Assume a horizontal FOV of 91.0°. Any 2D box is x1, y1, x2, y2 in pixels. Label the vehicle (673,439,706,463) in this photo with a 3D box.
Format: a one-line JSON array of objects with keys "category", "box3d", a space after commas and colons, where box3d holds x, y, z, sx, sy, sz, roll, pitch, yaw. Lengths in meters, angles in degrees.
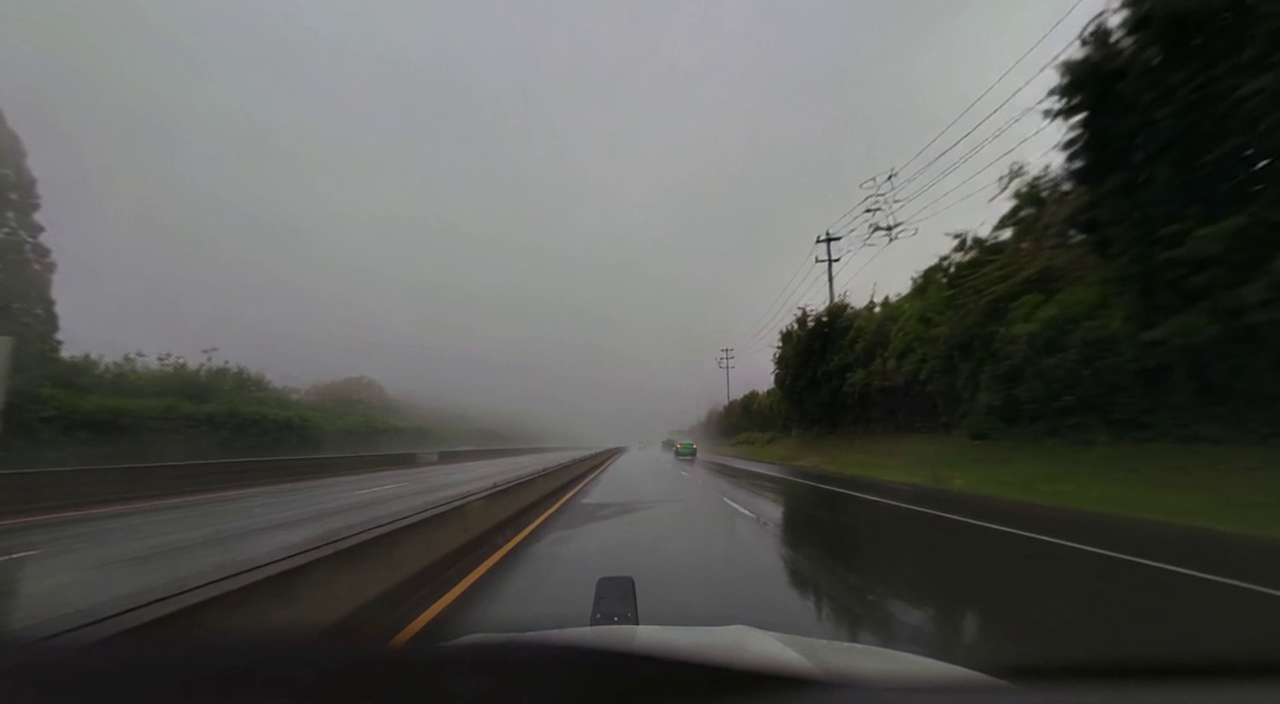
[{"category": "vehicle", "box3d": [3.429, 6.958, 44.542, 1.977, 1.581, 4.428, 0, -8, 0]}]
